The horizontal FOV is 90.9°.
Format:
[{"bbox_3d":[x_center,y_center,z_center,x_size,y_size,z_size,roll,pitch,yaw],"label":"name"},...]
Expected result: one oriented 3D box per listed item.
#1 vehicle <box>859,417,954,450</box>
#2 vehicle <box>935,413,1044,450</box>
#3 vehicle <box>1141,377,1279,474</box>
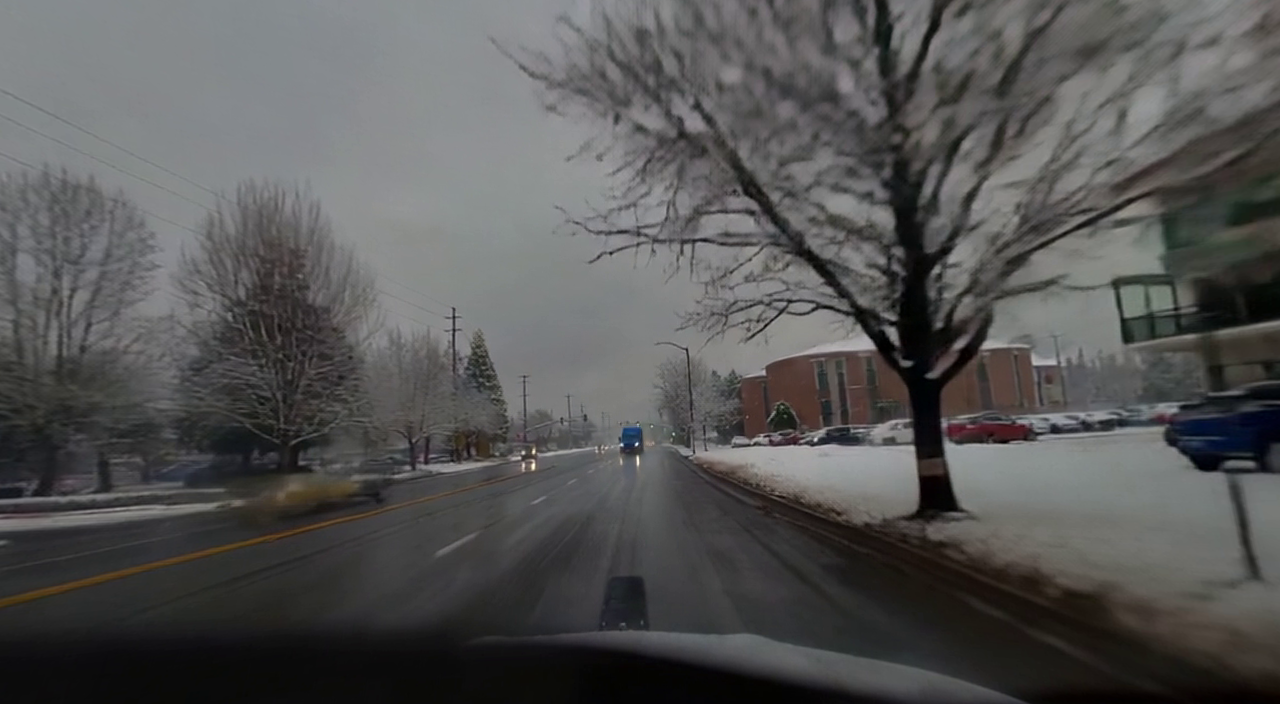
[{"bbox_3d":[16.905,5.212,40.117,5.051,2.038,2.142,1,-9,-9],"label":"vehicle"},{"bbox_3d":[17.769,4.075,32.093,4.653,1.782,2.042,2,-9,-16],"label":"vehicle"},{"bbox_3d":[13.212,1.520,12.785,4.358,1.796,1.995,0,-9,-2],"label":"vehicle"}]
